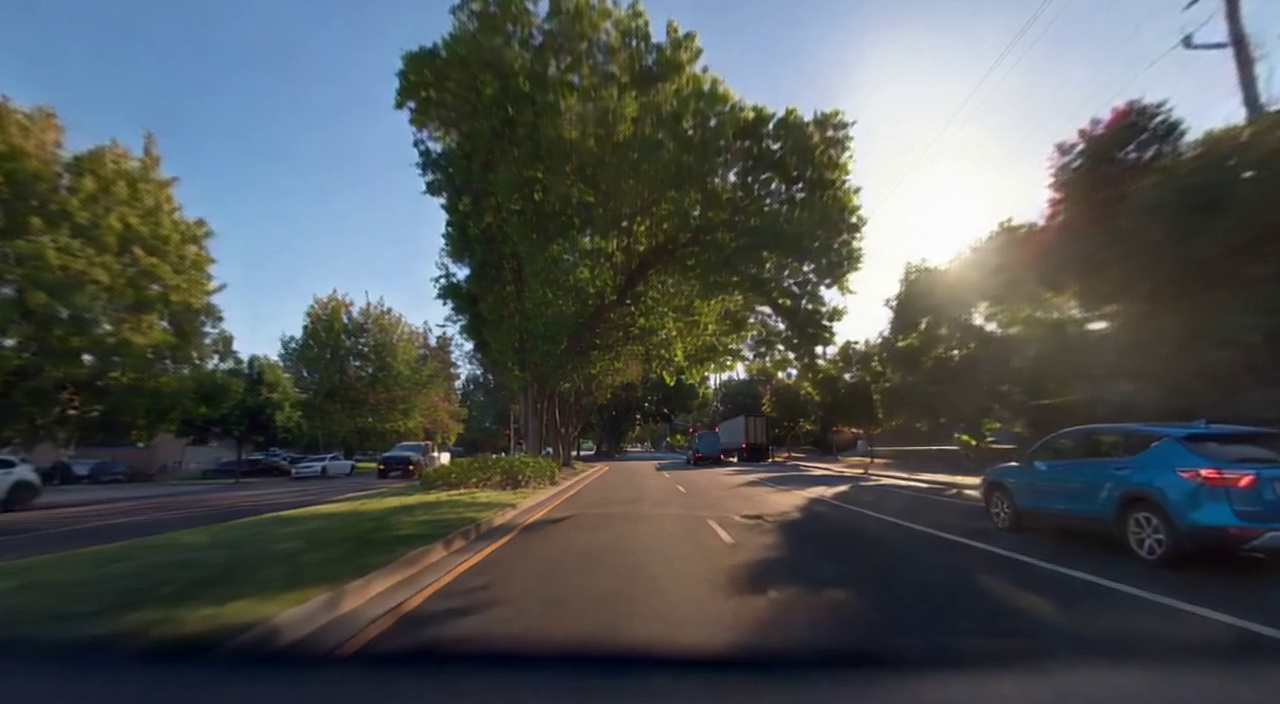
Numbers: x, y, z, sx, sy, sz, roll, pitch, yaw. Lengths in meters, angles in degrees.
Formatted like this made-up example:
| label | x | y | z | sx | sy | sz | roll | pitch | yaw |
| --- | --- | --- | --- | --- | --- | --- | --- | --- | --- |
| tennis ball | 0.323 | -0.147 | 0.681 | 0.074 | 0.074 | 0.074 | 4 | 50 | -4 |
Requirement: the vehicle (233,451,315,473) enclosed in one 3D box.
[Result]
| label | x | y | z | sx | sy | sz | roll | pitch | yaw |
| --- | --- | --- | --- | --- | --- | --- | --- | --- | --- |
| vehicle | -25.060 | 7.501 | 43.306 | 4.461 | 1.452 | 1.855 | -1 | -8 | 3 |

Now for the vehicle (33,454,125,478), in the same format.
| label | x | y | z | sx | sy | sz | roll | pitch | yaw |
| --- | --- | --- | --- | --- | --- | --- | --- | --- | --- |
| vehicle | -38.628 | 7.862 | 43.662 | 4.397 | 1.416 | 1.811 | 3 | -10 | -30 |

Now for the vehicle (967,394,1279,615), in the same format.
| label | x | y | z | sx | sy | sz | roll | pitch | yaw |
| --- | --- | --- | --- | --- | --- | --- | --- | --- | --- |
| vehicle | 6.076 | 1.548 | 7.347 | 2.012 | 1.754 | 4.635 | 0 | -8 | 0 |

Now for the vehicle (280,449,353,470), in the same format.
| label | x | y | z | sx | sy | sz | roll | pitch | yaw |
| --- | --- | --- | --- | --- | --- | --- | --- | --- | --- |
| vehicle | -24.727 | 8.226 | 48.416 | 4.499 | 1.507 | 1.978 | 0 | -8 | 0 |

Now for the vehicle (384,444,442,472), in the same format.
| label | x | y | z | sx | sy | sz | roll | pitch | yaw |
| --- | --- | --- | --- | --- | --- | --- | --- | --- | --- |
| vehicle | -15.268 | 7.131 | 42.778 | 2.063 | 1.718 | 4.905 | 0 | -8 | 0 |
